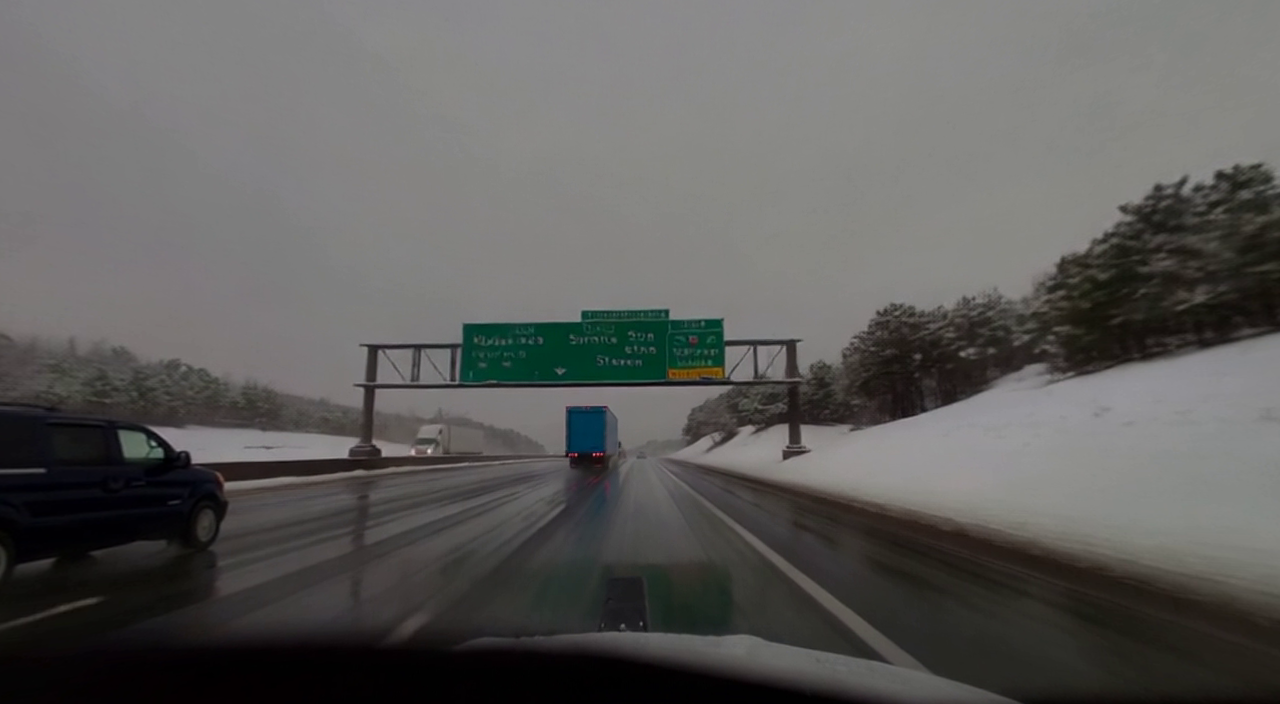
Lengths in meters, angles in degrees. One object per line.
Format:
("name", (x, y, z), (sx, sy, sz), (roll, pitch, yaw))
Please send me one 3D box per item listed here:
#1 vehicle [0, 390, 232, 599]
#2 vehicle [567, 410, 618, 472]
("vehicle", (-6.858, 1.359, 6.180), (2.175, 1.860, 5.236), (0, -8, 0))
("vehicle", (-3.417, 7.058, 49.766), (2.893, 4.073, 15.281), (0, -8, 0))
